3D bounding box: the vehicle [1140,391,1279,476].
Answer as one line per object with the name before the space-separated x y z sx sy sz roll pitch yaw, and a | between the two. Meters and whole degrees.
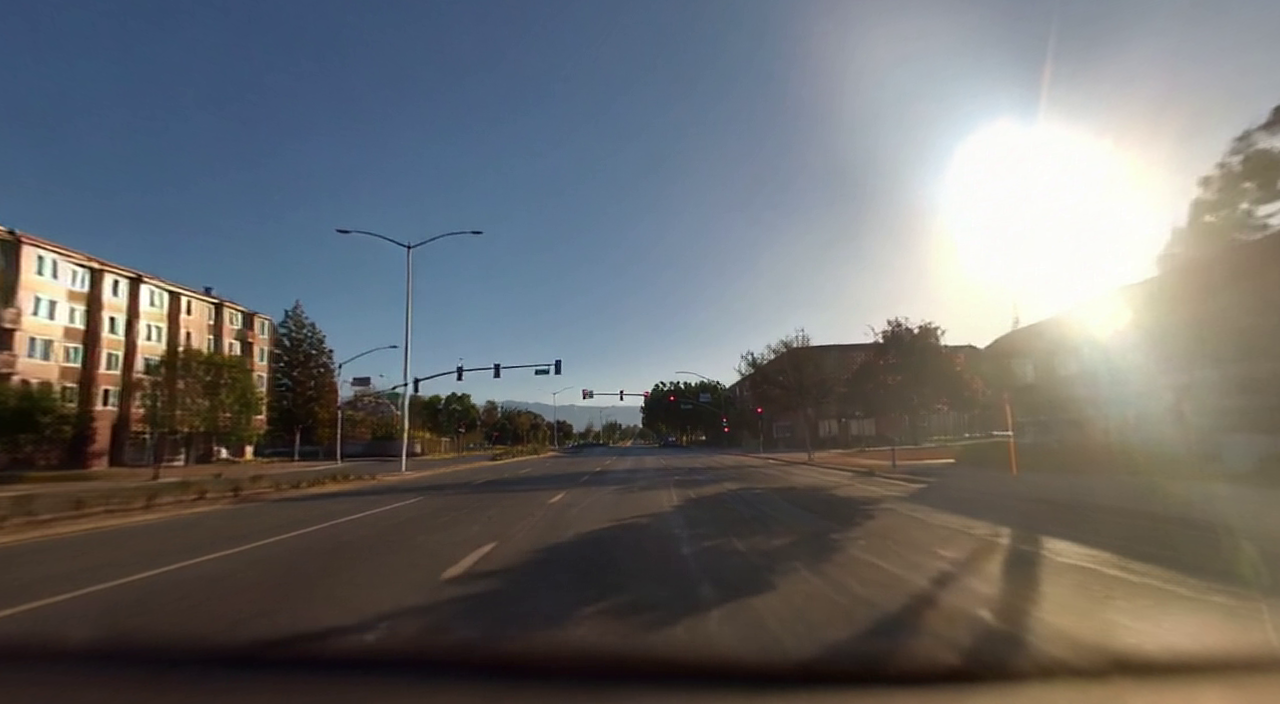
vehicle | 16.385 2.297 17.620 1.951 2.131 3.345 0 -9 -1
